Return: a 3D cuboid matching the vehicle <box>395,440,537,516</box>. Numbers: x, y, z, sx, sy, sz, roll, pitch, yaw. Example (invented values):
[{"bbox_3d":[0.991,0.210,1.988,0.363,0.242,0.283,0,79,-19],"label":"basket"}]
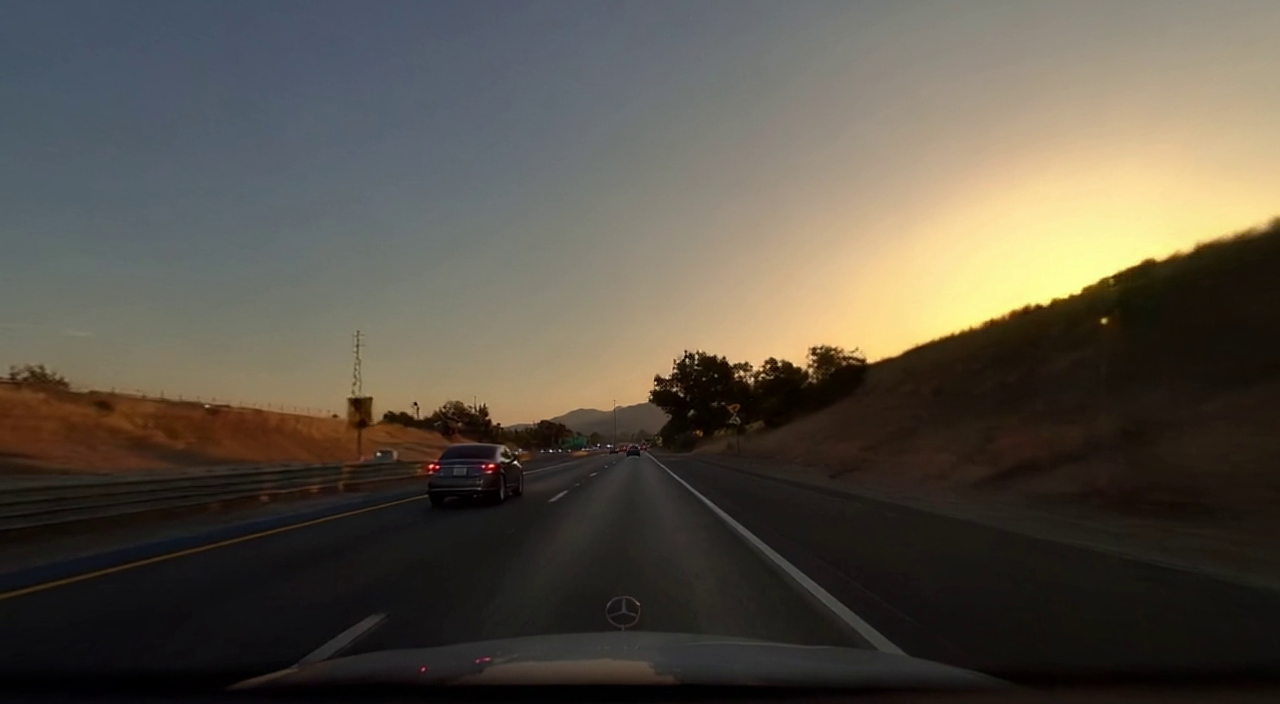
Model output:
[{"bbox_3d":[-4.029,3.010,15.556,2.118,1.562,4.541,0,-9,1],"label":"vehicle"}]
